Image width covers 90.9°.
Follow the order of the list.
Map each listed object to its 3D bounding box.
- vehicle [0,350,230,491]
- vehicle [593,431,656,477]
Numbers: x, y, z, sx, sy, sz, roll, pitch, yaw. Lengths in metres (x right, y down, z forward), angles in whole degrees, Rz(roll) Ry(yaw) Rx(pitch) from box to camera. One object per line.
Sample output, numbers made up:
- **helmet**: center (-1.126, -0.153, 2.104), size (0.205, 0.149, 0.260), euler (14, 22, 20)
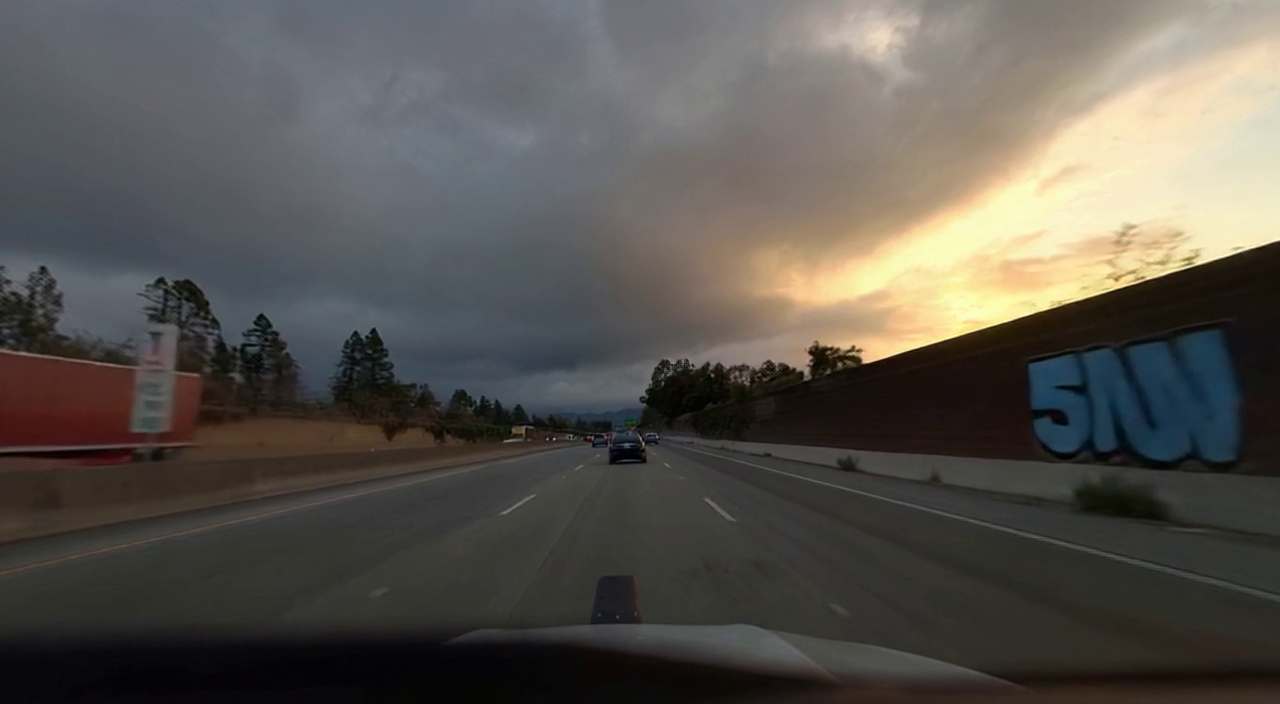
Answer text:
- **vehicle**: center (-21.603, 2.461, 22.223), size (3.141, 4.374, 17.378), euler (1, -8, -2)
- **vehicle**: center (-0.539, 3.537, 22.208), size (2.044, 1.477, 3.693), euler (0, -8, -1)
